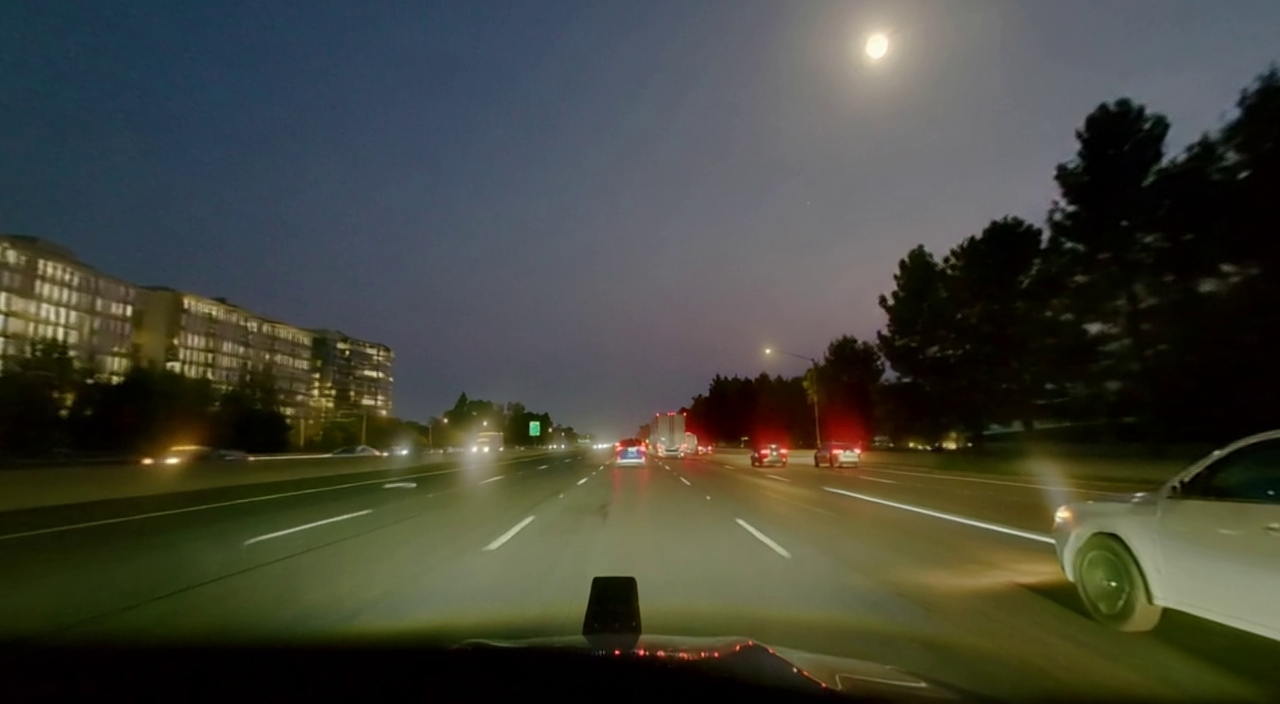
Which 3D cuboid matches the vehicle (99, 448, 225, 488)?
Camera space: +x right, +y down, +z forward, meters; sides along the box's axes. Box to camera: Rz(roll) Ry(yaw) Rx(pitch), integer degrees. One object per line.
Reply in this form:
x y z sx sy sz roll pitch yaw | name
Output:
-26.134 6.308 34.943 2.228 1.953 6.010 0 -8 0 | vehicle

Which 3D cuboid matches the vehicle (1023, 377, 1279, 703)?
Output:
3.572 0.820 1.995 1.950 1.596 4.326 0 -8 -1 | vehicle

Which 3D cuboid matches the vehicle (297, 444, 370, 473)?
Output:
-18.711 6.488 38.810 2.031 1.618 4.888 0 -8 0 | vehicle

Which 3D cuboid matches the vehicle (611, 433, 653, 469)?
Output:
-0.474 5.769 36.972 2.297 1.912 4.355 0 -8 -1 | vehicle

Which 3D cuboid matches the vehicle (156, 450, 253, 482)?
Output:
-22.156 5.786 32.409 1.865 1.461 4.393 0 -8 0 | vehicle
